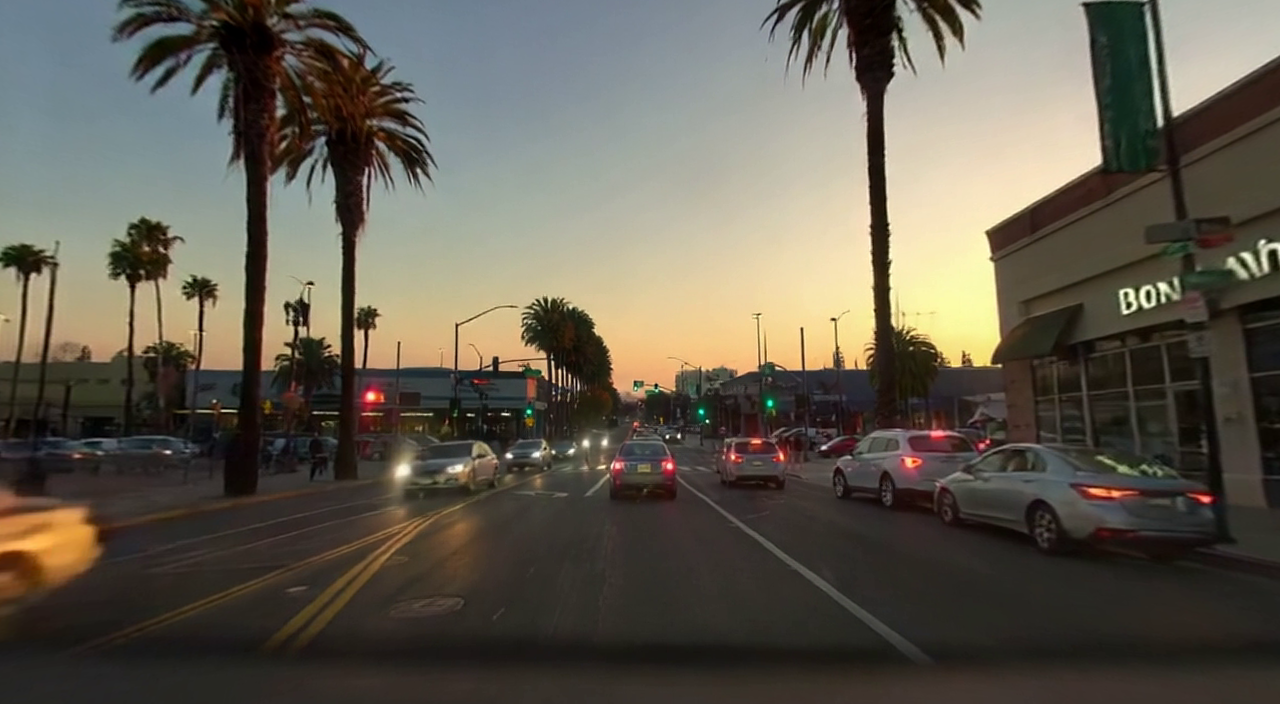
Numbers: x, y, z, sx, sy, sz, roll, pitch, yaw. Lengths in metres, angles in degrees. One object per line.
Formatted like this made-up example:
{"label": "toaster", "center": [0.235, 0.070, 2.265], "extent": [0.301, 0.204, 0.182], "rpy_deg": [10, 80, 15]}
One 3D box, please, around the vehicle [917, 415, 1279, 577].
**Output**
{"label": "vehicle", "center": [6.137, 1.905, 9.231], "extent": [2.008, 1.729, 4.647], "rpy_deg": [0, -8, -1]}

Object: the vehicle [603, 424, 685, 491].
{"label": "vehicle", "center": [0.062, 3.247, 19.717], "extent": [2.264, 1.798, 4.531], "rpy_deg": [0, -8, -1]}

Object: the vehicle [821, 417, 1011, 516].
{"label": "vehicle", "center": [6.104, 2.606, 14.896], "extent": [1.981, 1.893, 5.238], "rpy_deg": [0, -8, -1]}

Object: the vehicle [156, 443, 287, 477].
{"label": "vehicle", "center": [-19.648, 5.059, 29.873], "extent": [1.759, 1.457, 4.727], "rpy_deg": [-7, -11, 36]}

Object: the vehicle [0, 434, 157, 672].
{"label": "vehicle", "center": [-4.784, 1.046, 2.658], "extent": [1.946, 1.412, 4.657], "rpy_deg": [0, -8, -2]}

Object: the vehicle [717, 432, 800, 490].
{"label": "vehicle", "center": [3.838, 3.615, 21.271], "extent": [2.070, 1.711, 4.480], "rpy_deg": [-1, -8, 2]}

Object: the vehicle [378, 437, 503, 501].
{"label": "vehicle", "center": [-5.249, 3.118, 17.328], "extent": [2.092, 1.504, 4.374], "rpy_deg": [0, -8, -1]}

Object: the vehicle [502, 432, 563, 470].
{"label": "vehicle", "center": [-5.460, 5.108, 32.758], "extent": [2.341, 1.762, 4.865], "rpy_deg": [0, -8, 0]}
